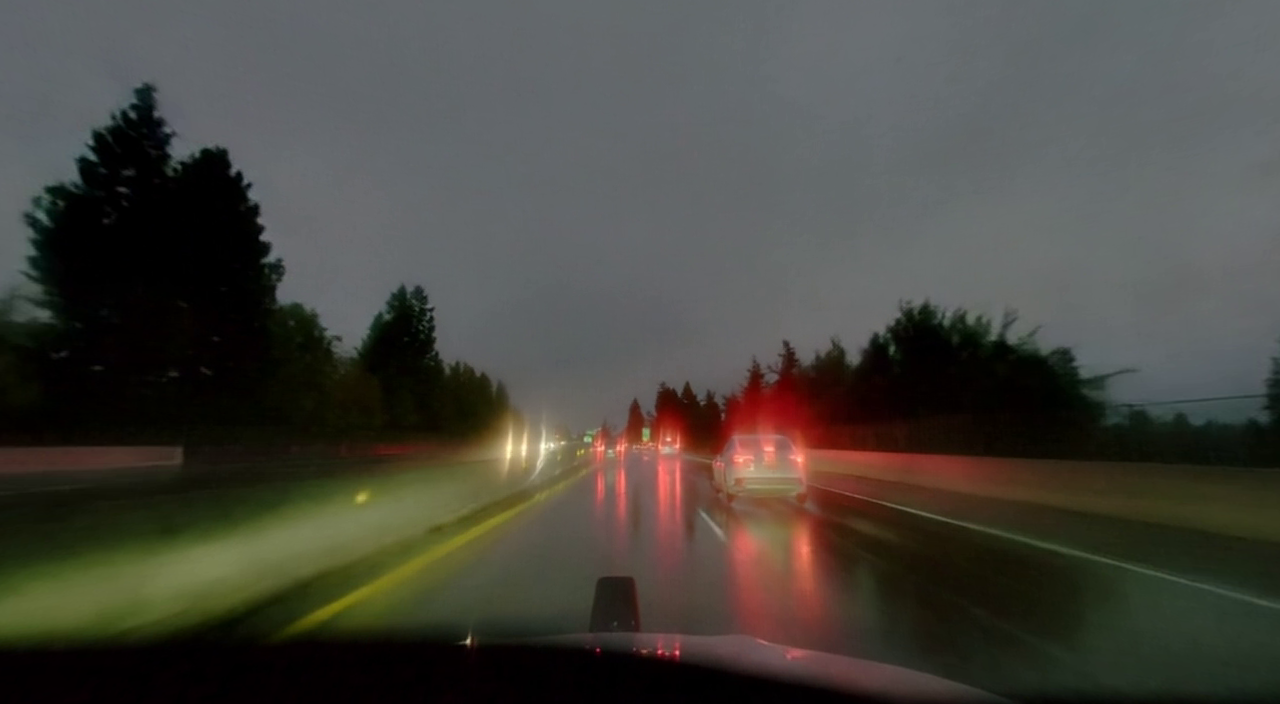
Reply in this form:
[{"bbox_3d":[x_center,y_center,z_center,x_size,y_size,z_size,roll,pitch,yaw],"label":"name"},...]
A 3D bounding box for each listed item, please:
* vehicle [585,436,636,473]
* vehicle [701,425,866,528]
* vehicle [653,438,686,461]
[{"bbox_3d":[-1.334,4.710,29.205,2.178,1.559,4.254,0,-8,-2],"label":"vehicle"},{"bbox_3d":[2.490,2.319,12.435,2.055,1.566,5.046,-1,-8,0],"label":"vehicle"},{"bbox_3d":[2.070,7.052,45.485,2.146,1.546,3.796,0,-8,-1],"label":"vehicle"}]
